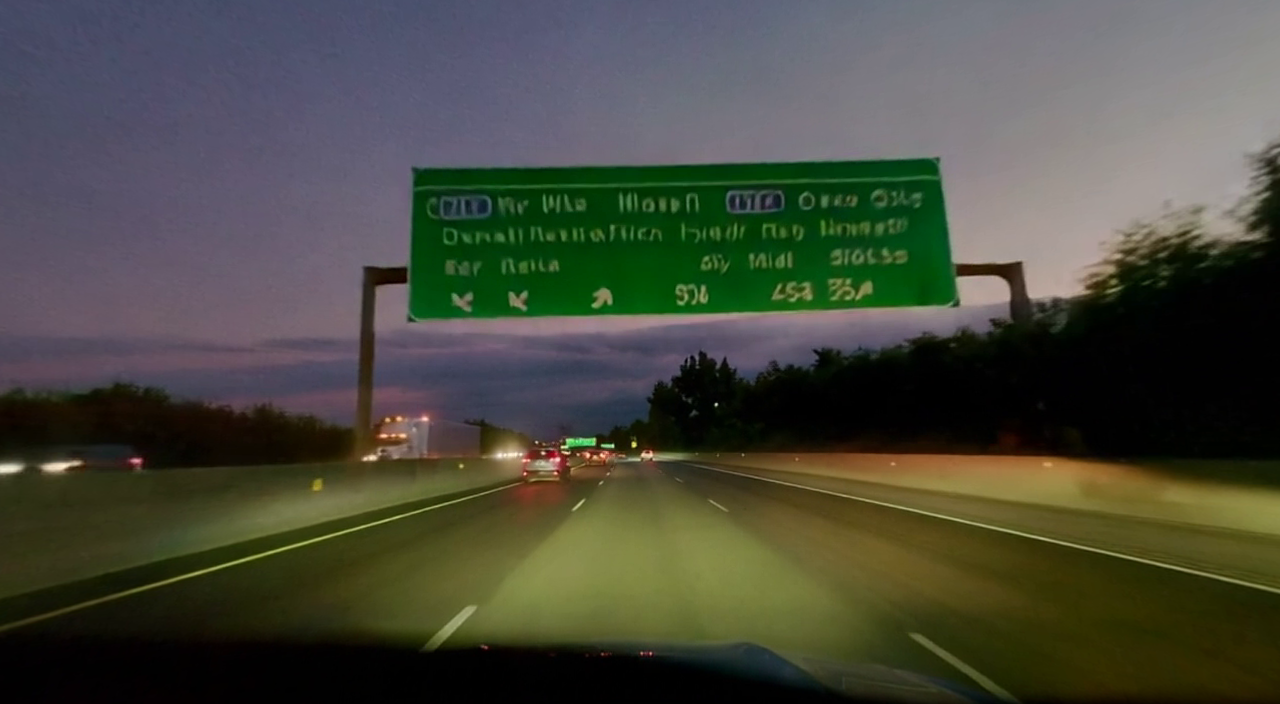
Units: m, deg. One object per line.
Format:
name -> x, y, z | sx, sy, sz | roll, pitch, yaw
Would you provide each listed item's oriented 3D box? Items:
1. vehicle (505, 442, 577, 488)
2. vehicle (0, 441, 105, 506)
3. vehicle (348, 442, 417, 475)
vehicle -> -3.726, 4.330, 24.460 | 2.028, 1.584, 4.481 | 0, -9, 1
vehicle -> -15.691, 2.958, 15.458 | 1.824, 1.473, 3.744 | 0, -9, -1
vehicle -> -12.454, 5.177, 30.766 | 1.763, 1.475, 3.913 | 0, -9, -1
